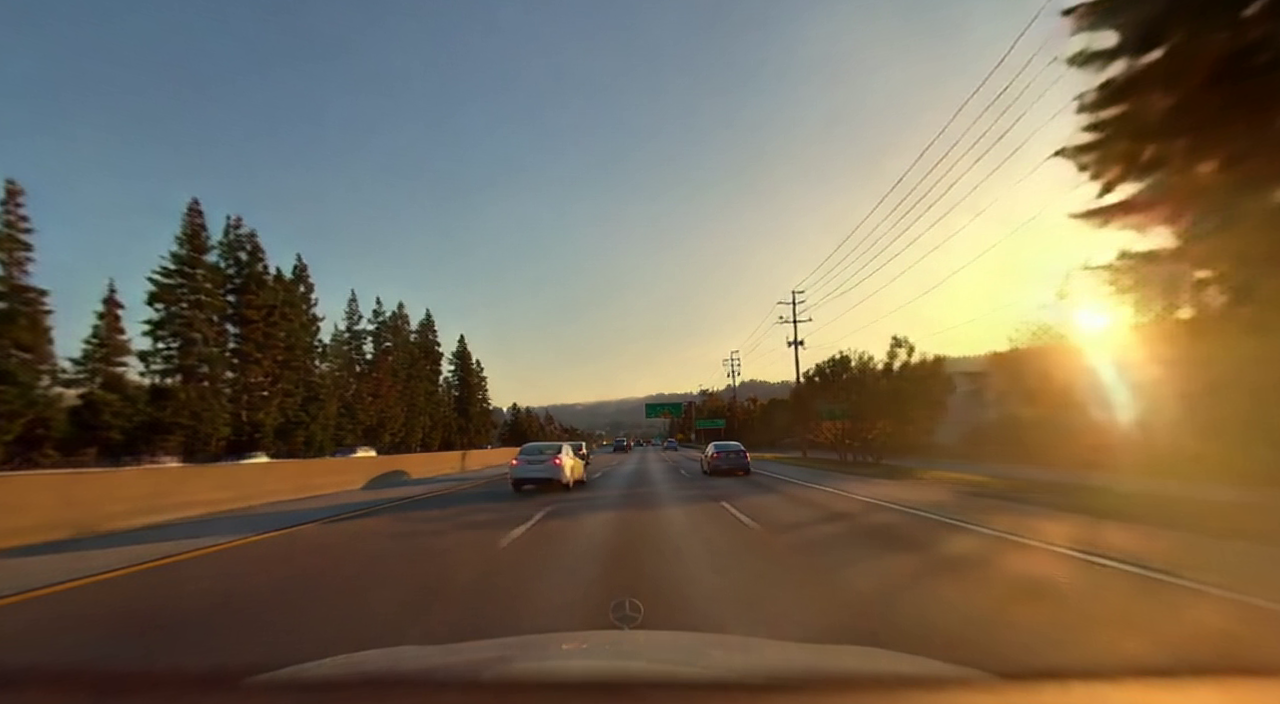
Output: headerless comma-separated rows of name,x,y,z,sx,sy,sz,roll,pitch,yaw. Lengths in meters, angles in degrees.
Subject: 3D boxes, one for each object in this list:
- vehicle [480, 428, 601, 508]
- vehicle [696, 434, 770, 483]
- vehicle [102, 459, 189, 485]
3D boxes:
vehicle,-2.169,2.681,15.079,2.049,1.620,4.153,0,-8,2
vehicle,3.244,3.797,22.734,1.996,1.579,3.841,0,-8,-1
vehicle,-31.832,7.713,40.799,1.796,1.486,4.715,0,-8,1
